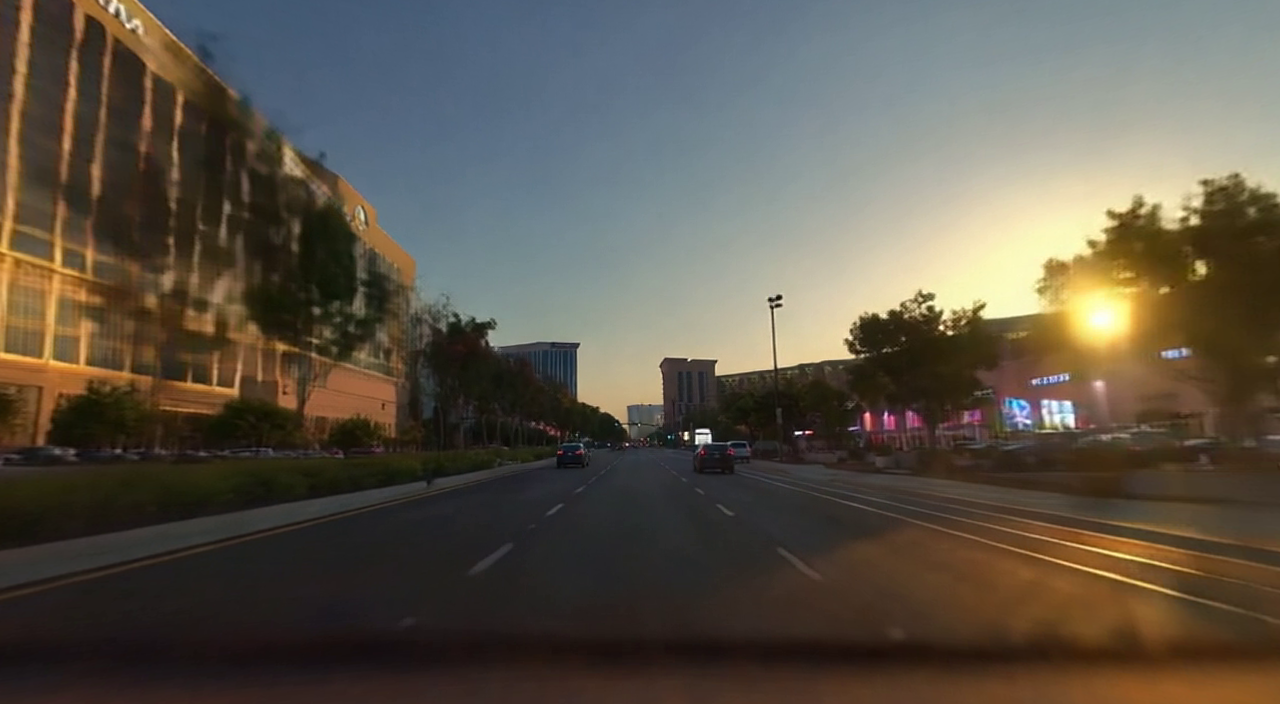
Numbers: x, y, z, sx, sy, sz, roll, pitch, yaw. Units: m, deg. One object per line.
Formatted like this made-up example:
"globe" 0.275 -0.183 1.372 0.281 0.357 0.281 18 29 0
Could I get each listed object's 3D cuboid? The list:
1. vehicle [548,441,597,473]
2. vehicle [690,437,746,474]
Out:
"vehicle" -3.302 5.174 31.390 2.005 1.477 4.169 0 -8 0
"vehicle" 3.833 5.168 31.650 2.083 1.743 4.354 0 -8 -2
